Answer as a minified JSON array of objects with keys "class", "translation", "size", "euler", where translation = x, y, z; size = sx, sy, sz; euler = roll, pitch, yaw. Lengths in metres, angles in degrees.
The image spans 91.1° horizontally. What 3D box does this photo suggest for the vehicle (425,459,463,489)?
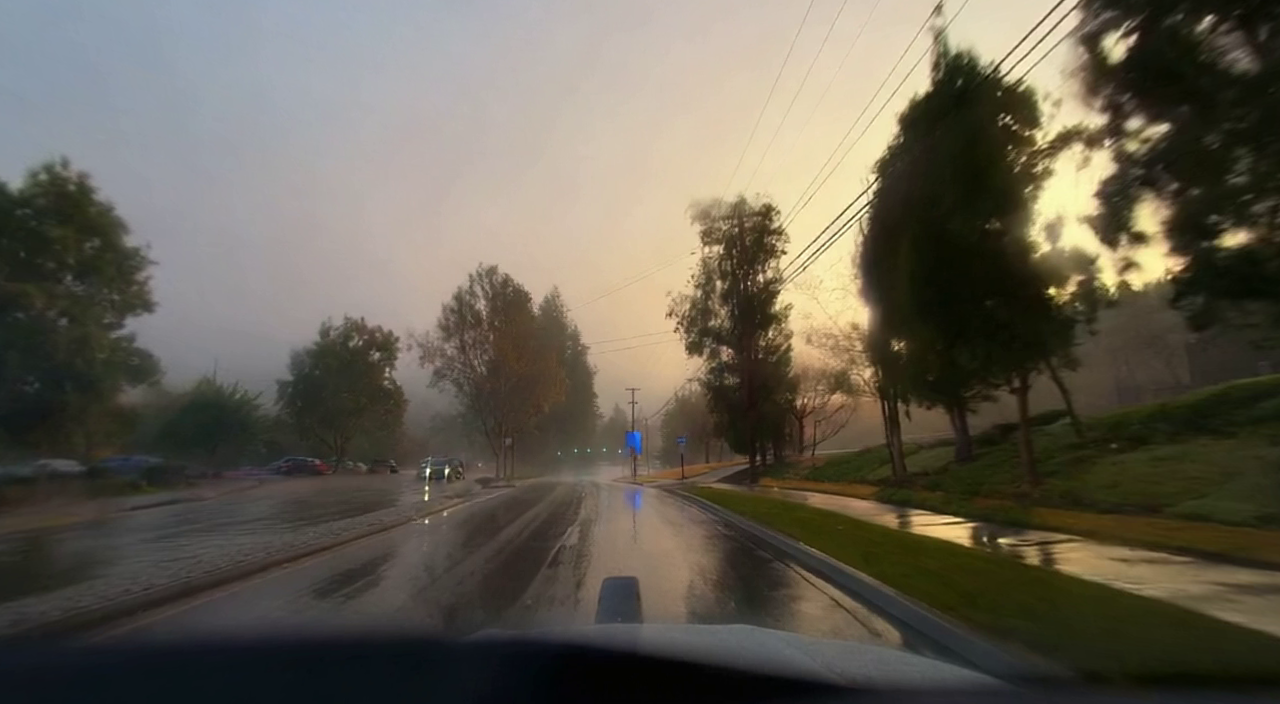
[{"class":"vehicle","translation":[-13.188,8.128,42.184],"size":[1.861,1.736,4.241],"euler":[2,-9,-25]}]
